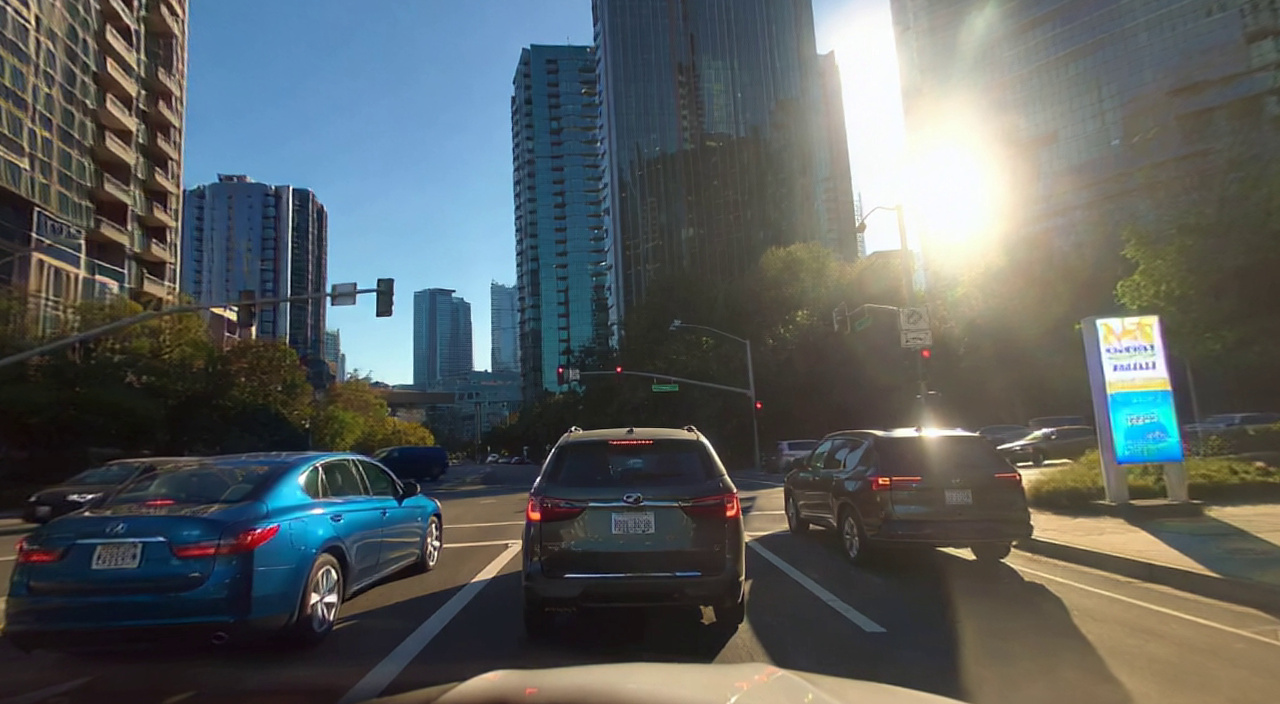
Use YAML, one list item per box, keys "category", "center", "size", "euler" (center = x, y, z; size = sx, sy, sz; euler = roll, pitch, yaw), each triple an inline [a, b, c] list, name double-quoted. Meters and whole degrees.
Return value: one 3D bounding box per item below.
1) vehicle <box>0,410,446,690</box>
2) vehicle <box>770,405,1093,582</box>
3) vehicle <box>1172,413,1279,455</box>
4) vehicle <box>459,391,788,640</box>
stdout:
- category: "vehicle"
  center: [-3.547, 1.425, 5.828]
  size: [1.906, 1.524, 4.547]
  euler: [0, -8, 2]
- category: "vehicle"
  center: [3.211, 1.665, 8.246]
  size: [2.004, 1.646, 4.554]
  euler: [0, -8, -1]
- category: "vehicle"
  center: [29.632, 4.098, 31.308]
  size: [4.583, 2.019, 2.147]
  euler: [1, -9, -7]
- category: "vehicle"
  center: [-0.128, 1.408, 6.432]
  size: [2.195, 1.662, 4.262]
  euler: [0, -8, -1]
